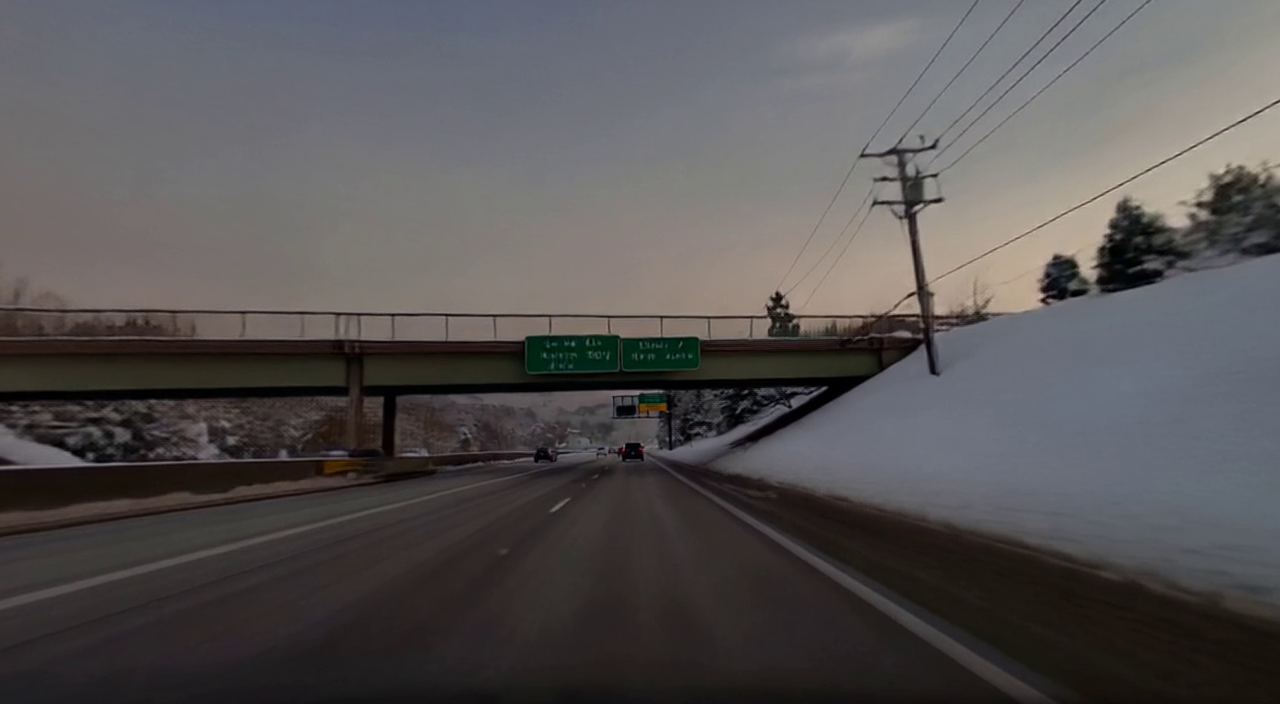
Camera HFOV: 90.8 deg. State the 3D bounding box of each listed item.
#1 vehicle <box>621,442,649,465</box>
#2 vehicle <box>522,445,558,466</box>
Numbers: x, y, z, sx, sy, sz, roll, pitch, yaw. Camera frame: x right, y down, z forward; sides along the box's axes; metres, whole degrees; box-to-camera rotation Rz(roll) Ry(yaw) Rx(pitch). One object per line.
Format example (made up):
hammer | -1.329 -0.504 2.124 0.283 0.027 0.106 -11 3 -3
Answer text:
vehicle | -0.383 7.808 48.834 2.063 1.715 4.299 0 -8 -1
vehicle | -7.759 8.063 49.450 2.077 1.511 4.323 0 -8 0
